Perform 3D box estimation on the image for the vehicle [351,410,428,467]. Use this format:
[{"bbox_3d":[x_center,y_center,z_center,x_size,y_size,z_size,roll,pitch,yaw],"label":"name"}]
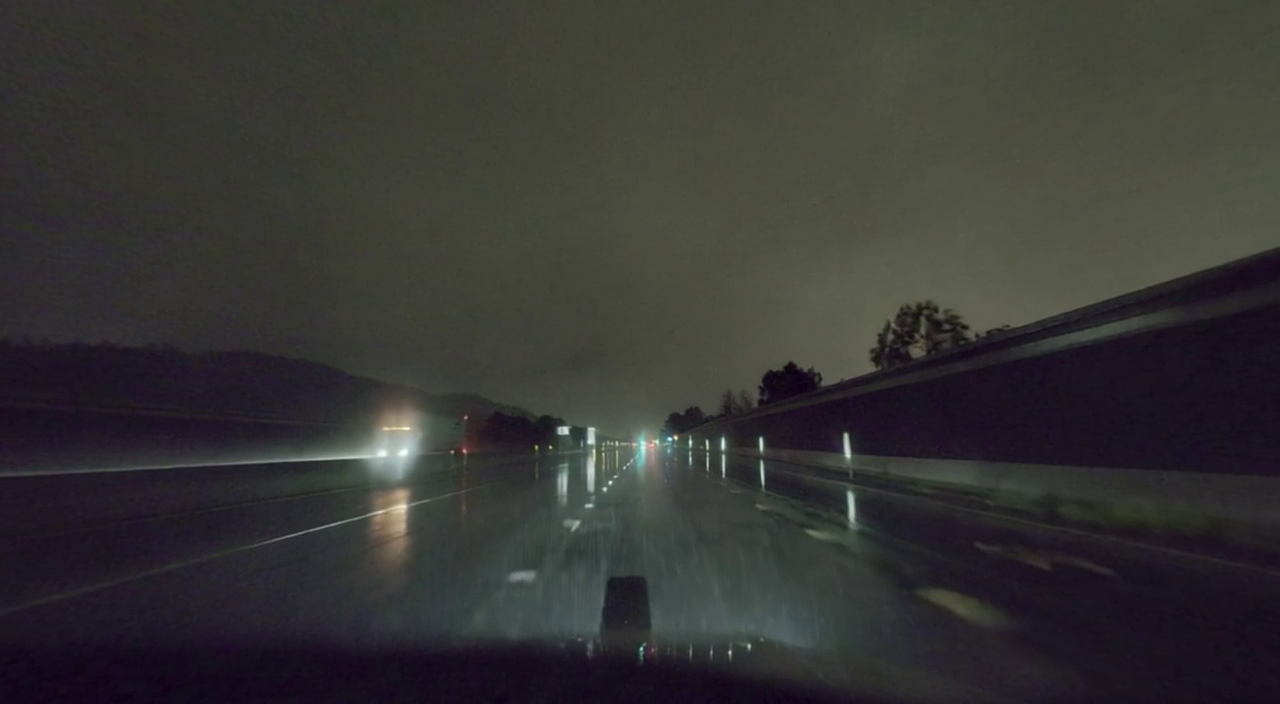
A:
[{"bbox_3d":[-18.837,6.580,47.806,3.006,3.996,6.212,0,-8,2],"label":"vehicle"}]
